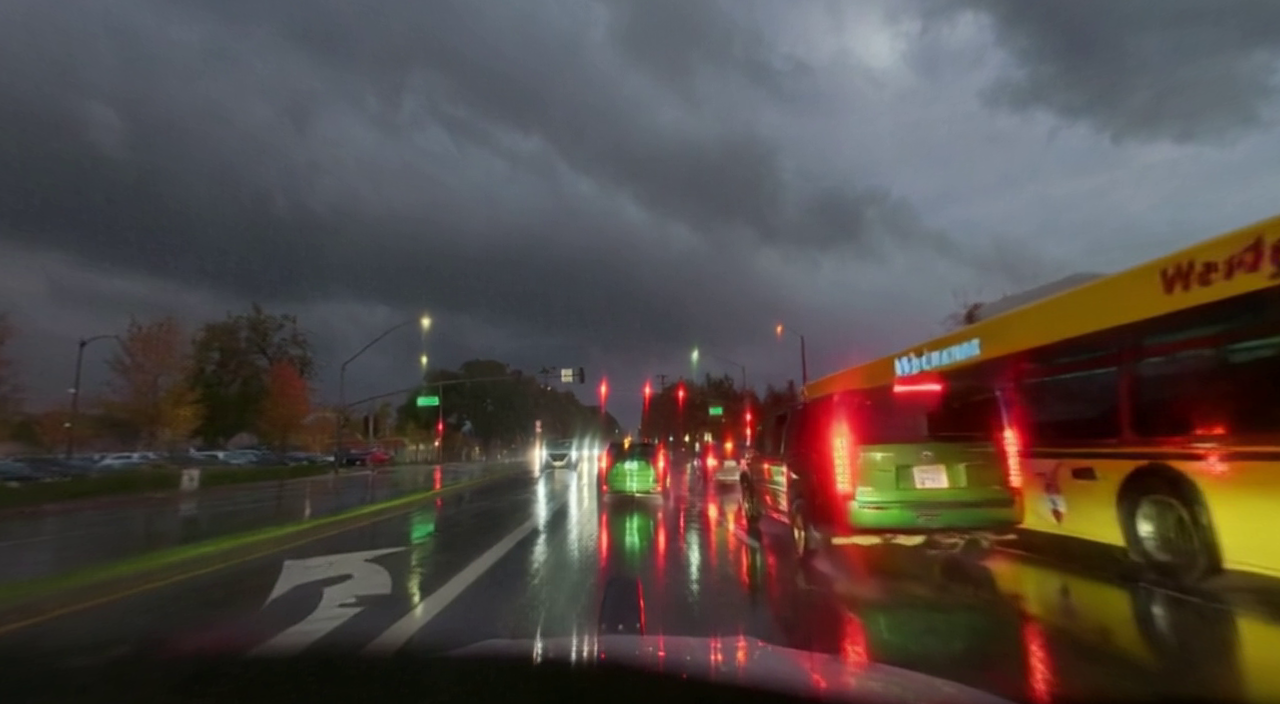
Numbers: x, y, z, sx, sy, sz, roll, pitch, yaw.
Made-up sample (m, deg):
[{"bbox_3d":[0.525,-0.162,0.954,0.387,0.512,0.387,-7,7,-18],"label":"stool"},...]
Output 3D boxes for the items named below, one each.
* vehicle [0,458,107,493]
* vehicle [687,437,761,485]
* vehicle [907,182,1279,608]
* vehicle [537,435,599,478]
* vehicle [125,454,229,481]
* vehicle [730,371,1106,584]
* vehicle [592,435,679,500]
[{"bbox_3d":[-28.223,5.731,29.344,4.881,1.458,1.914,4,-10,-27],"label":"vehicle"},{"bbox_3d":[2.808,3.770,22.139,1.922,1.508,4.330,0,-9,-1],"label":"vehicle"},{"bbox_3d":[6.466,0.664,7.173,2.879,3.318,8.881,0,-9,0],"label":"vehicle"},{"bbox_3d":[-3.059,4.557,27.685,2.180,1.708,4.397,0,-9,0],"label":"vehicle"},{"bbox_3d":[-27.766,6.937,38.098,4.800,1.461,1.831,5,-10,-31],"label":"vehicle"},{"bbox_3d":[2.988,1.591,8.862,2.490,1.951,5.931,0,-9,-1],"label":"vehicle"},{"bbox_3d":[-0.136,3.028,16.920,2.071,1.525,3.723,0,-9,-1],"label":"vehicle"}]
